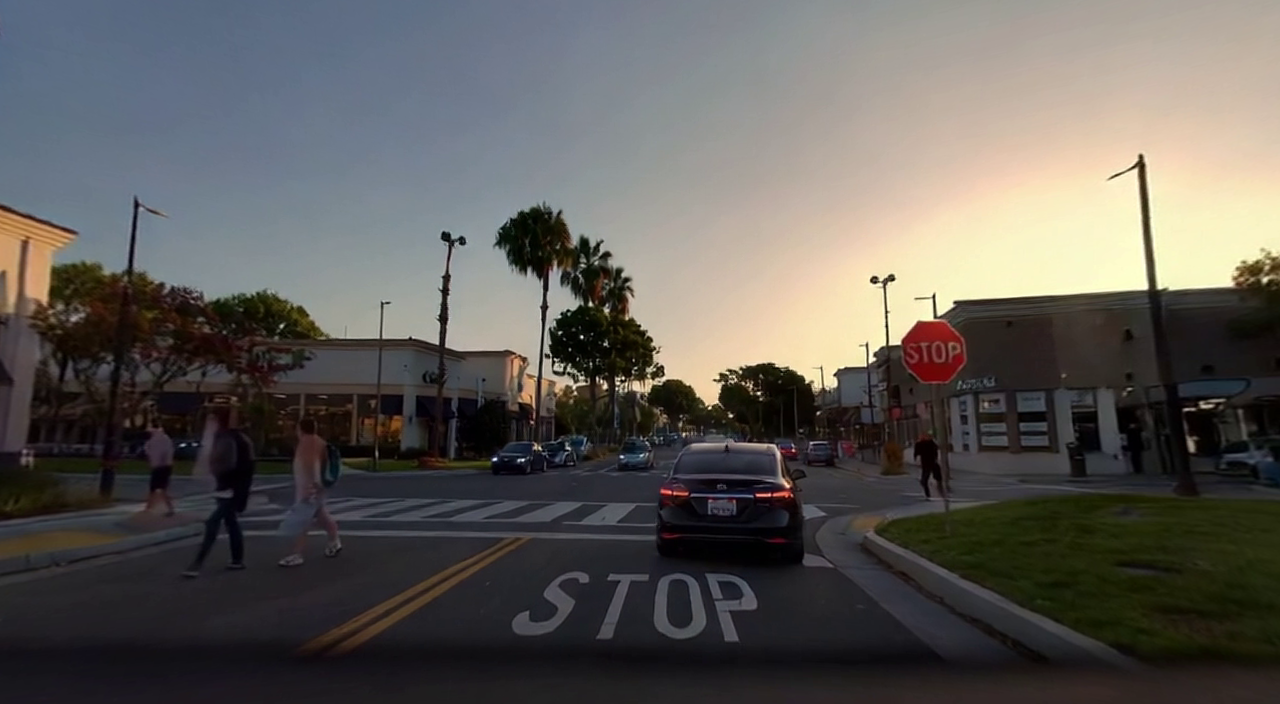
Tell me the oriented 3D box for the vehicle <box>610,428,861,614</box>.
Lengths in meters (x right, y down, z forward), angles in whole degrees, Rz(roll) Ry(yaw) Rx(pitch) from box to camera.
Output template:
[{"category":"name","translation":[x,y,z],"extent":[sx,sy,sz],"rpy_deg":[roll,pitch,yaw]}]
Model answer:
[{"category":"vehicle","translation":[0.935,1.677,7.211],"extent":[2.031,1.479,3.969],"rpy_deg":[-1,-9,5]}]

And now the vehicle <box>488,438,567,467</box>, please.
[{"category":"vehicle","translation":[-7.089,6.368,40.075],"extent":[4.529,1.682,1.895],"rpy_deg":[6,-11,-36]}]
